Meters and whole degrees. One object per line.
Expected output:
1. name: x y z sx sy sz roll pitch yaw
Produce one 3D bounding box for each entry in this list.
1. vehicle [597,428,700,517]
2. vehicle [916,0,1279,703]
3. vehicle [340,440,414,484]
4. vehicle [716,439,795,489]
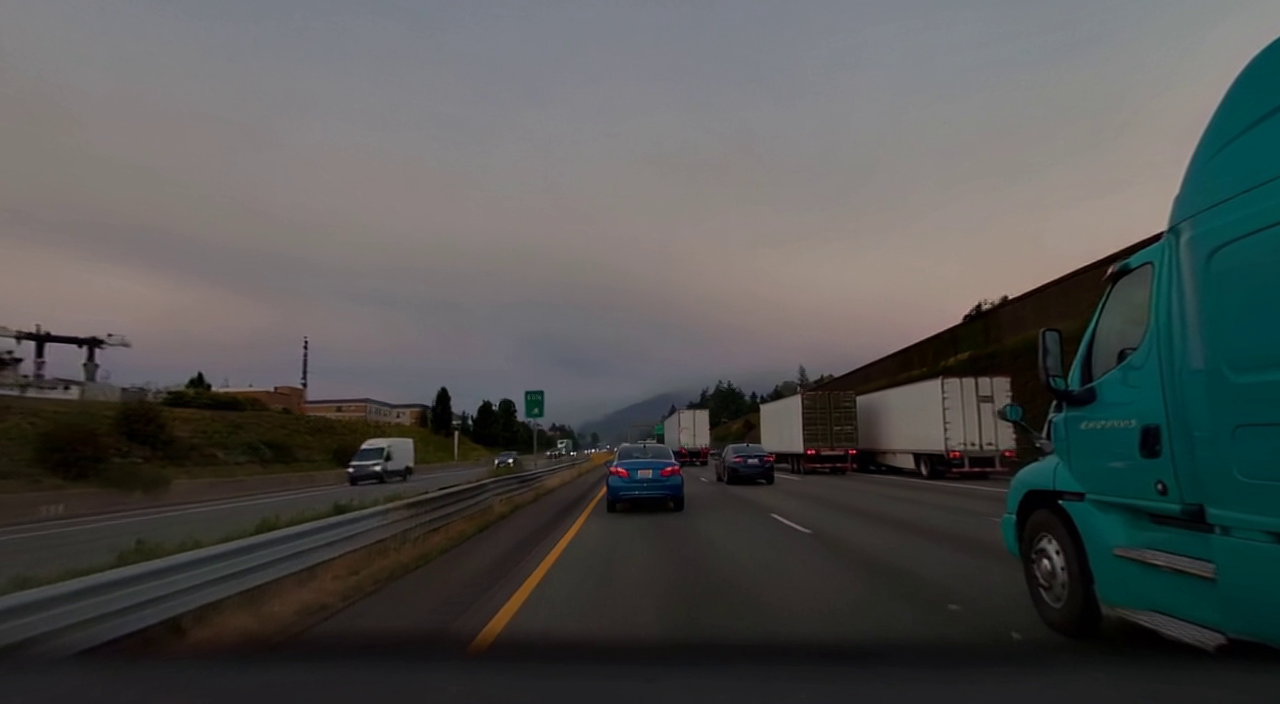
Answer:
1. vehicle: 0.167 2.556 13.671 1.965 1.664 3.428 0 -9 0
2. vehicle: 4.184 -0.038 2.874 2.987 3.877 5.881 0 -9 0
3. vehicle: -16.947 7.086 40.798 2.234 2.649 5.960 0 -9 -1
4. vehicle: 3.810 3.766 21.271 1.859 1.512 3.711 0 -9 -2
